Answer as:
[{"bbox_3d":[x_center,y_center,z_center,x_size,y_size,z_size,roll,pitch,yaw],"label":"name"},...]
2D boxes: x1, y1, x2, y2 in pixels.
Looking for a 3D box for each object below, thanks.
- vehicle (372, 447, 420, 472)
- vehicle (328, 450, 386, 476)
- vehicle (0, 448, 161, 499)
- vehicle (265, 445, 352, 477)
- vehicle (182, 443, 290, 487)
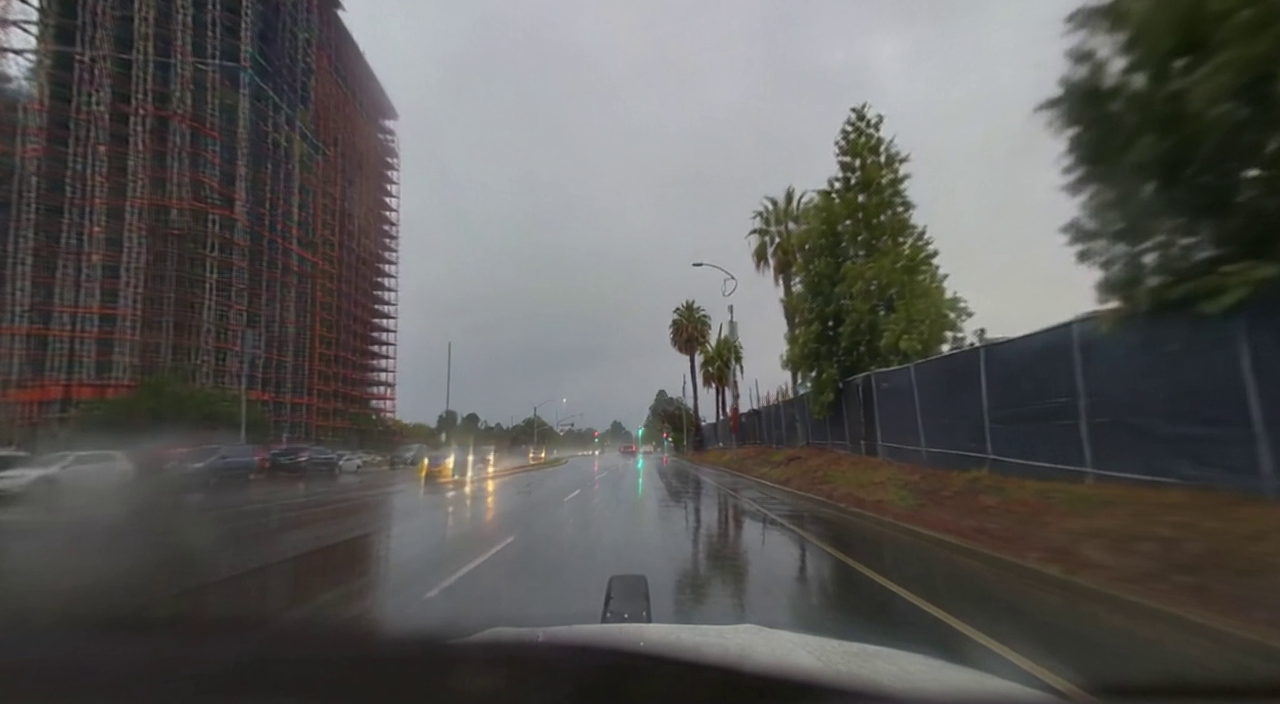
[{"bbox_3d":[-19.117,8.401,49.590,1.985,1.625,4.749,-2,-7,0],"label":"vehicle"},{"bbox_3d":[-19.148,7.530,42.927,1.836,1.418,4.956,-2,-7,-2],"label":"vehicle"},{"bbox_3d":[-21.340,4.496,23.826,2.050,1.686,4.593,-4,-9,25],"label":"vehicle"},{"bbox_3d":[-19.426,6.389,37.247,2.378,1.783,4.912,0,-8,0],"label":"vehicle"},{"bbox_3d":[-19.457,5.421,30.678,2.105,1.805,4.641,-3,-8,2],"label":"vehicle"}]
